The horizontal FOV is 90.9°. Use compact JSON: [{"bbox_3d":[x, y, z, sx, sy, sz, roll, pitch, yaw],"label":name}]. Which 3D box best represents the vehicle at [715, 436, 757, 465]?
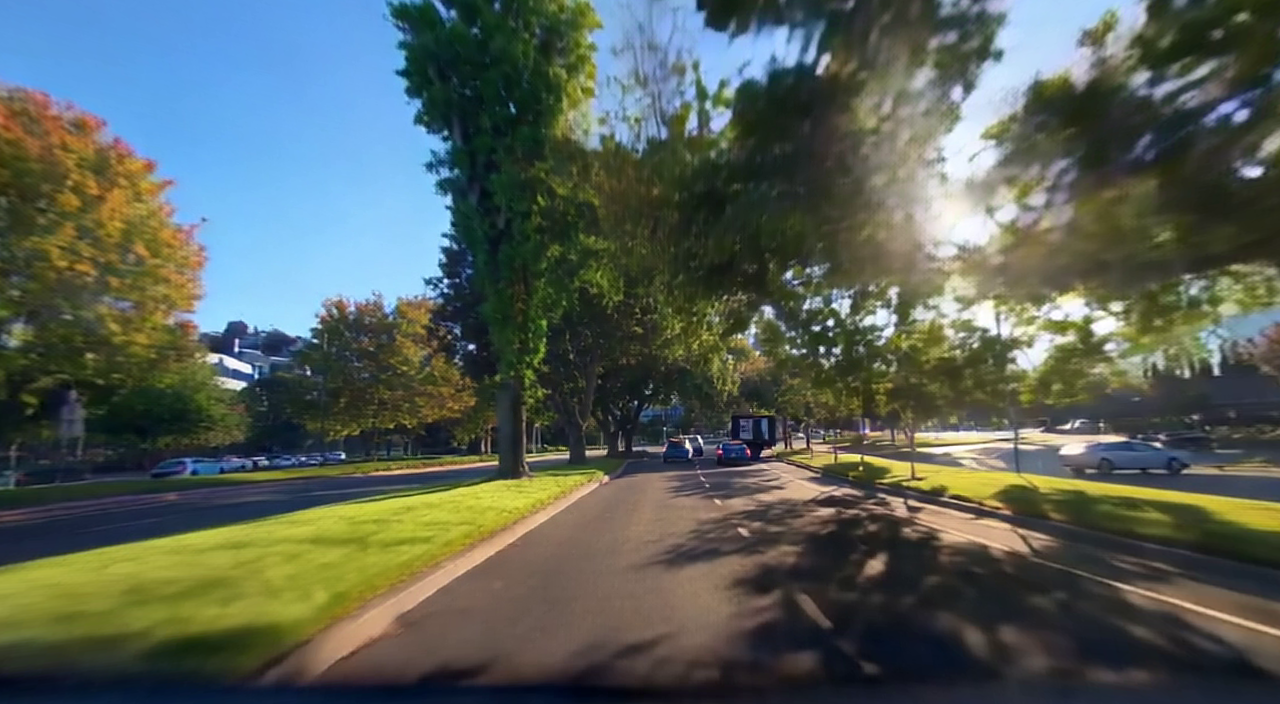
[{"bbox_3d":[5.297,5.460,35.177,1.989,1.497,4.436,-1,-9,5],"label":"vehicle"}]

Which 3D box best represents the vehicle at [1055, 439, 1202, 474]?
[{"bbox_3d":[21.003,4.506,27.292,4.627,1.418,1.800,-1,-9,7],"label":"vehicle"}]

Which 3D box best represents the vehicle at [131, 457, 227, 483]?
[{"bbox_3d":[-27.188,6.975,37.301,4.275,1.430,1.878,-1,-9,4],"label":"vehicle"}]

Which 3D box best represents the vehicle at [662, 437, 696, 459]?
[{"bbox_3d":[2.837,6.827,44.790,2.066,1.482,4.273,-1,-9,8],"label":"vehicle"}]
